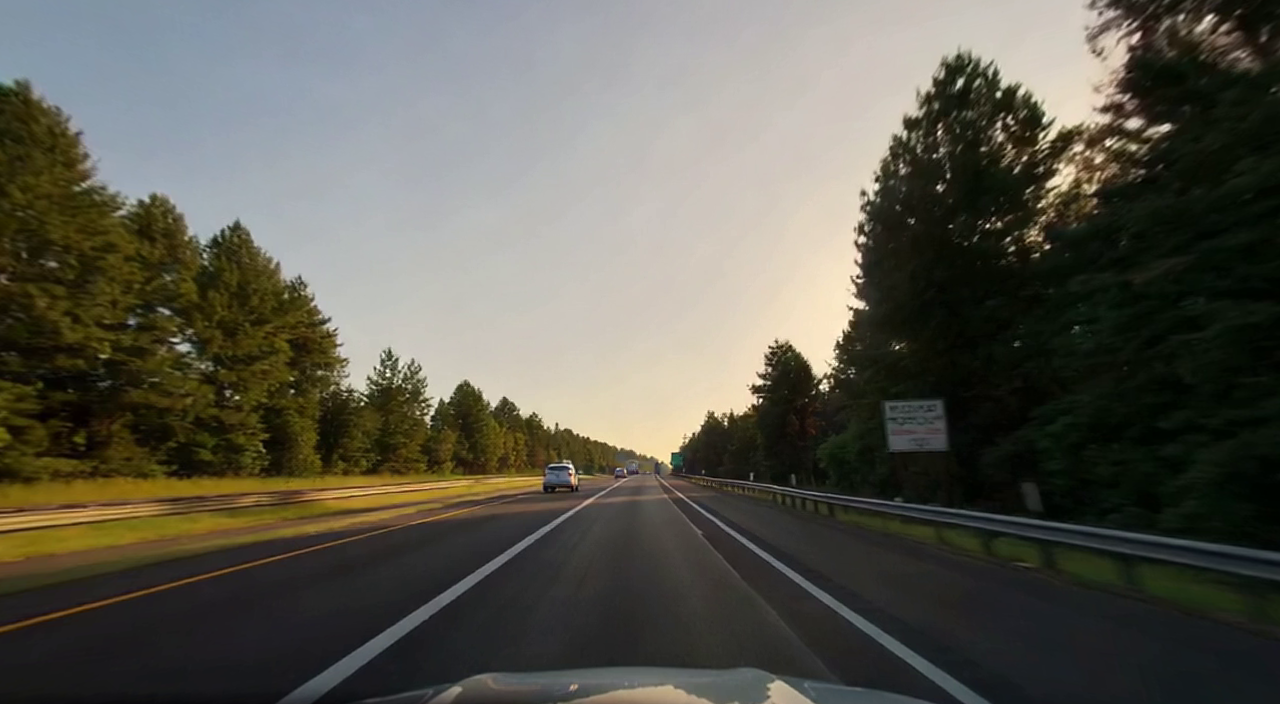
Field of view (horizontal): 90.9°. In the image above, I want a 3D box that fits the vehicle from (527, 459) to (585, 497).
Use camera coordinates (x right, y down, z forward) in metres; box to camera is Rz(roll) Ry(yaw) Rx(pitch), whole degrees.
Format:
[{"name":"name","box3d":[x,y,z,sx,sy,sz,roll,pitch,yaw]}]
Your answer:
[{"name":"vehicle","box3d":[-3.874,5.961,29.918,2.180,1.618,4.219,1,-10,0]}]
